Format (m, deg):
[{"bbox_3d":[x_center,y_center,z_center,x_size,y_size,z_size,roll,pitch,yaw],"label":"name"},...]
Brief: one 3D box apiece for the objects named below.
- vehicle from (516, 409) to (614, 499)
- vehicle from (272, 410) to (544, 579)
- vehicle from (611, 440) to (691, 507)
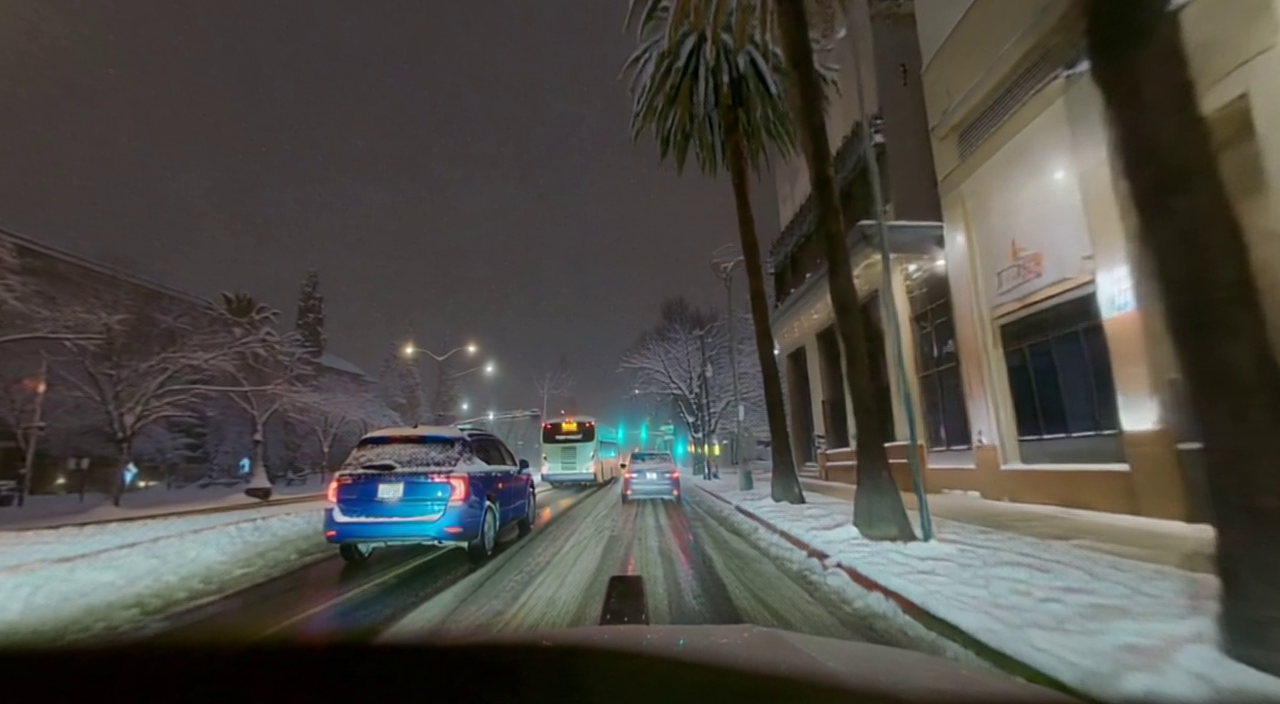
[{"bbox_3d":[-2.768,4.211,25.979,2.775,3.064,8.297,1,-9,1],"label":"vehicle"},{"bbox_3d":[-2.896,1.938,9.266,2.124,1.799,4.587,1,-9,1],"label":"vehicle"},{"bbox_3d":[0.311,3.588,18.889,2.120,1.727,3.917,1,-9,0],"label":"vehicle"}]
